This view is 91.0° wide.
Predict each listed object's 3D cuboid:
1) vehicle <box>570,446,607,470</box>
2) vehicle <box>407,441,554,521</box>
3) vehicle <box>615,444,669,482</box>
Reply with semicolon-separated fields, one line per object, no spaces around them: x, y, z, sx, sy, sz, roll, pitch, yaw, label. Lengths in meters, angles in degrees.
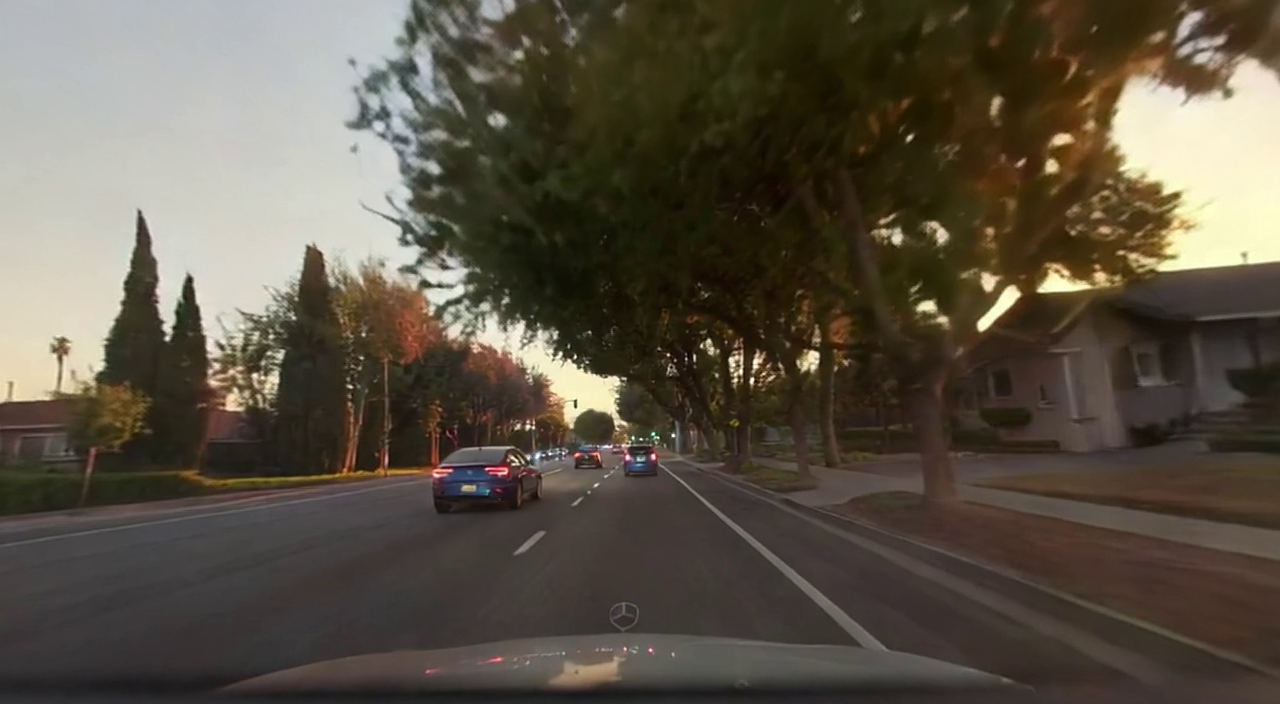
-3.344;6.976;41.766;2.114;1.500;3.912;0;-8;0;vehicle
-3.245;2.706;13.841;2.030;1.467;4.403;0;-8;1;vehicle
0.078;4.542;26.095;2.065;1.456;4.099;0;-8;0;vehicle
